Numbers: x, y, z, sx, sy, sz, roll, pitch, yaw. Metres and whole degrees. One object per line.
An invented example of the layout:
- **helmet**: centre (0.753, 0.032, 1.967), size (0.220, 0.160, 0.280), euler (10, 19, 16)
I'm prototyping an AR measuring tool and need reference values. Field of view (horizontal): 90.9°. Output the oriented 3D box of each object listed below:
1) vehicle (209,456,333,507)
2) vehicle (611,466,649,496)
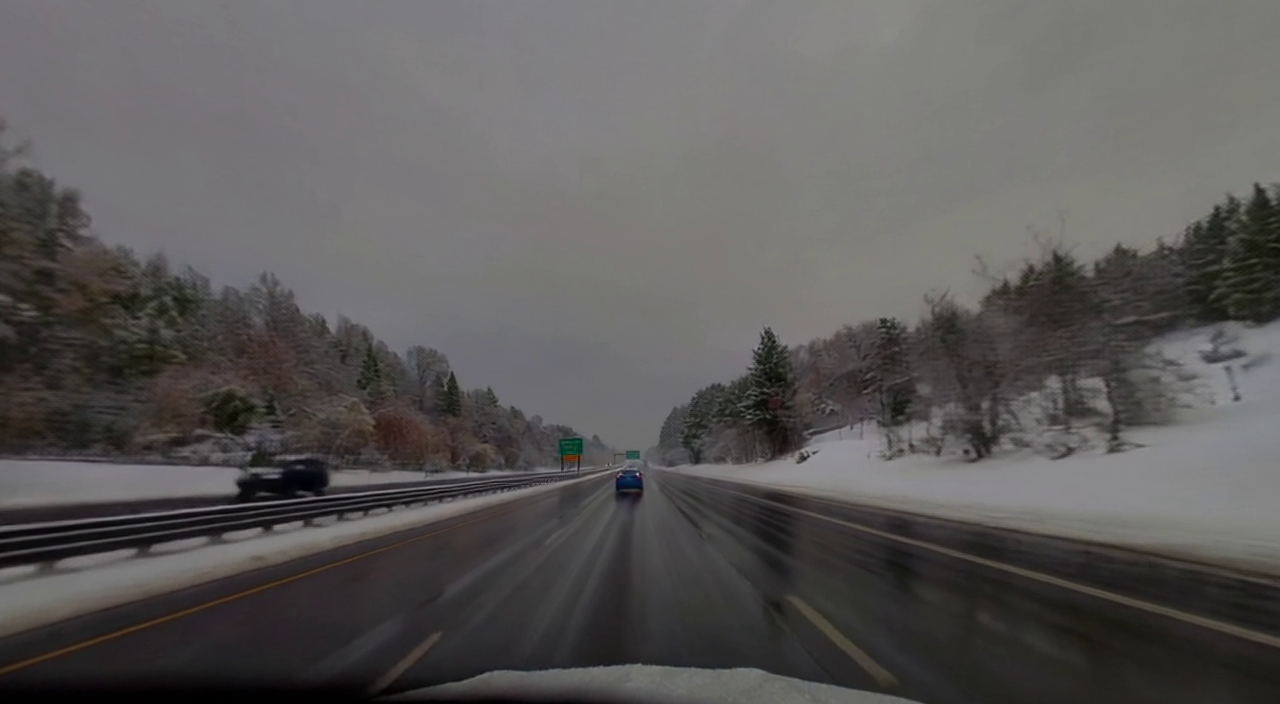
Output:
- **vehicle**: centre (-16.237, 5.720, 28.165), size (2.389, 1.999, 4.977), euler (1, -11, 1)
- **vehicle**: centre (-0.525, 7.263, 35.645), size (2.016, 1.530, 4.009), euler (1, -11, 0)
